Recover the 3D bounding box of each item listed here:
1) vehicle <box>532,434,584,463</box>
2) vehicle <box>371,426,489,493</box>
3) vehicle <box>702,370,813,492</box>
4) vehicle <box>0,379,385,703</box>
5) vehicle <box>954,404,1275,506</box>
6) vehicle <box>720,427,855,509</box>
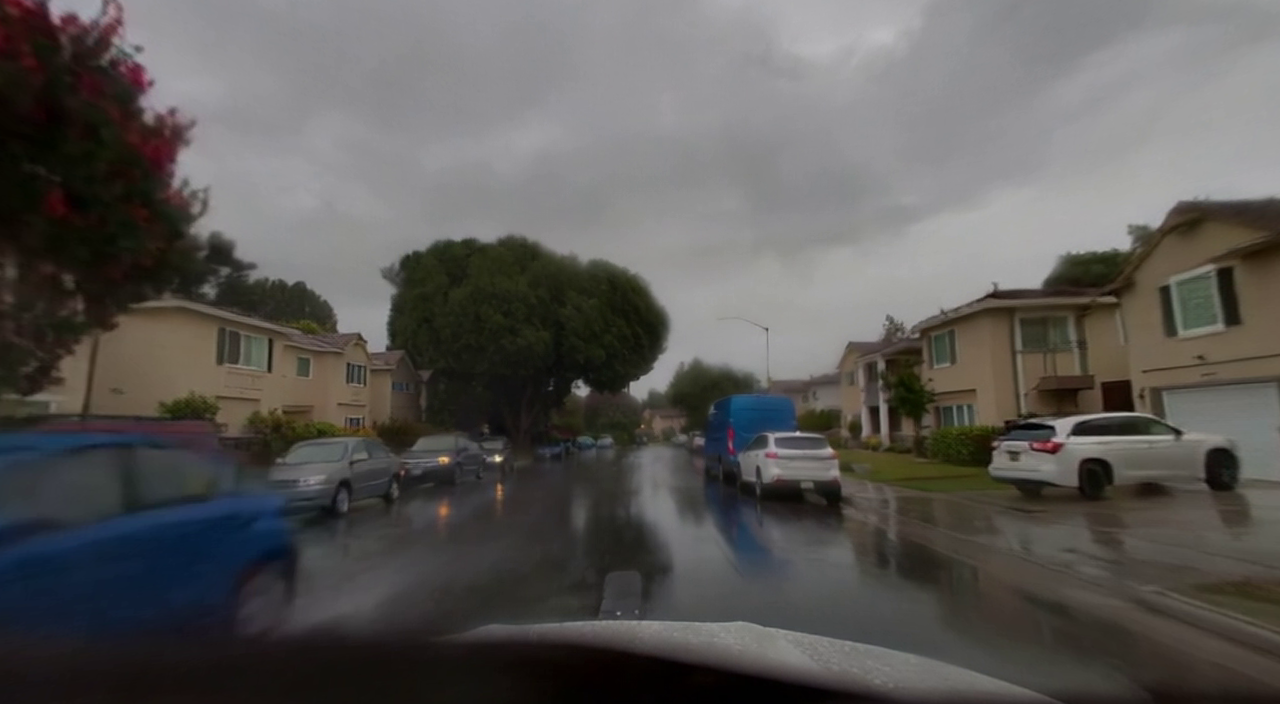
[{"bbox_3d":[-4.443,5.274,34.719,1.941,1.515,3.995,-1,-8,6],"label":"vehicle"},{"bbox_3d":[-5.774,2.931,17.788,1.834,1.532,3.628,3,-6,3],"label":"vehicle"},{"bbox_3d":[3.314,2.426,19.325,2.317,3.096,6.383,0,-8,2],"label":"vehicle"},{"bbox_3d":[-2.968,0.973,2.944,1.889,1.505,3.849,0,-8,1],"label":"vehicle"},{"bbox_3d":[8.168,1.742,10.997,4.511,1.528,1.992,2,-8,-15],"label":"vehicle"},{"bbox_3d":[2.988,2.421,13.772,1.955,1.500,4.410,0,-8,1],"label":"vehicle"}]
